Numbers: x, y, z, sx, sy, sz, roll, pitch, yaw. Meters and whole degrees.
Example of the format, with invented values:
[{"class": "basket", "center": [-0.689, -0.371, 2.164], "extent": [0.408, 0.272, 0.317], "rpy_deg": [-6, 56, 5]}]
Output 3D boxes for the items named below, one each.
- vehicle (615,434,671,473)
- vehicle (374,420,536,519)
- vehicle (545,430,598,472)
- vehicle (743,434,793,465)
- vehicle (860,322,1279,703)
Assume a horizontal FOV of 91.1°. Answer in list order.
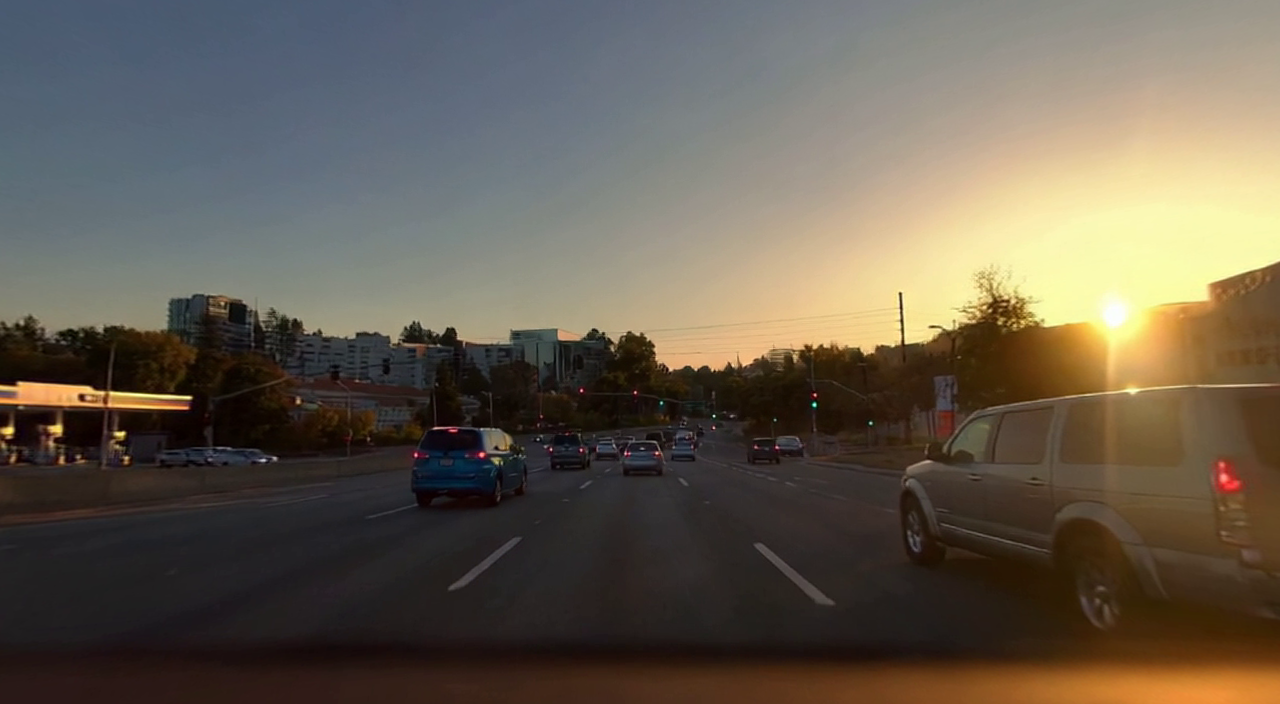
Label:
[{"class": "vehicle", "center": [0.115, 4.847, 30.378], "extent": [2.426, 1.703, 5.602], "rpy_deg": [0, -8, 0]}, {"class": "vehicle", "center": [-3.744, 2.461, 13.889], "extent": [2.002, 1.747, 5.173], "rpy_deg": [0, -8, 0]}, {"class": "vehicle", "center": [-3.358, 4.959, 31.695], "extent": [2.025, 1.936, 4.995], "rpy_deg": [0, -8, 1]}, {"class": "vehicle", "center": [7.363, 5.618, 36.484], "extent": [2.119, 1.696, 4.623], "rpy_deg": [0, -8, 3]}, {"class": "vehicle", "center": [3.621, 1.090, 4.854], "extent": [2.055, 1.786, 4.817], "rpy_deg": [0, -8, 0]}]
